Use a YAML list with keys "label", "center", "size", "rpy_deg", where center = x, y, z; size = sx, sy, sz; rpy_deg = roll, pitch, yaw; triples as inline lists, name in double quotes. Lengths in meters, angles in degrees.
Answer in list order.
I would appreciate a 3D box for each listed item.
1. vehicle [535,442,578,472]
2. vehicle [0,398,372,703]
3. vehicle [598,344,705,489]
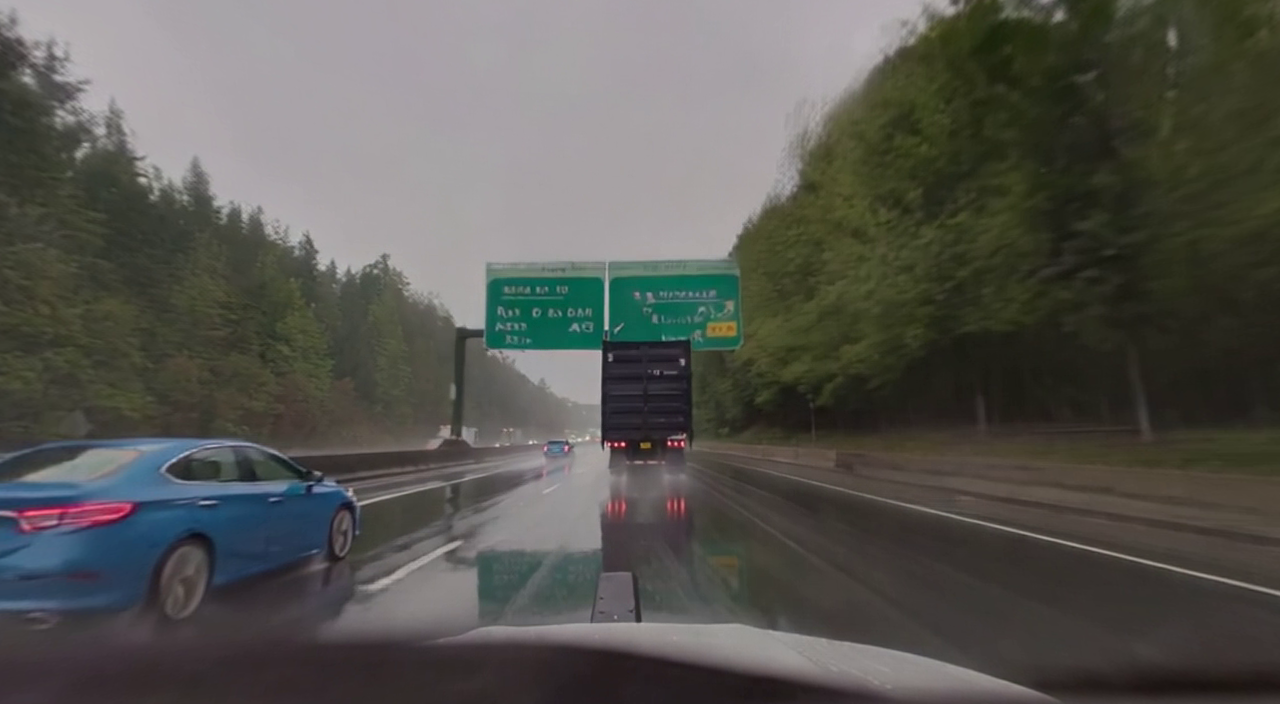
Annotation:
- label: "vehicle"
  center: [-4.591, 5.814, 35.243]
  size: [1.854, 1.530, 4.268]
  rpy_deg: [0, -8, 0]
- label: "vehicle"
  center: [-4.227, 1.293, 4.955]
  size: [2.116, 1.571, 4.849]
  rpy_deg: [0, -8, 0]
- label: "vehicle"
  center: [0.246, 2.610, 23.613]
  size: [3.073, 4.196, 10.546]
  rpy_deg: [0, -8, -1]
